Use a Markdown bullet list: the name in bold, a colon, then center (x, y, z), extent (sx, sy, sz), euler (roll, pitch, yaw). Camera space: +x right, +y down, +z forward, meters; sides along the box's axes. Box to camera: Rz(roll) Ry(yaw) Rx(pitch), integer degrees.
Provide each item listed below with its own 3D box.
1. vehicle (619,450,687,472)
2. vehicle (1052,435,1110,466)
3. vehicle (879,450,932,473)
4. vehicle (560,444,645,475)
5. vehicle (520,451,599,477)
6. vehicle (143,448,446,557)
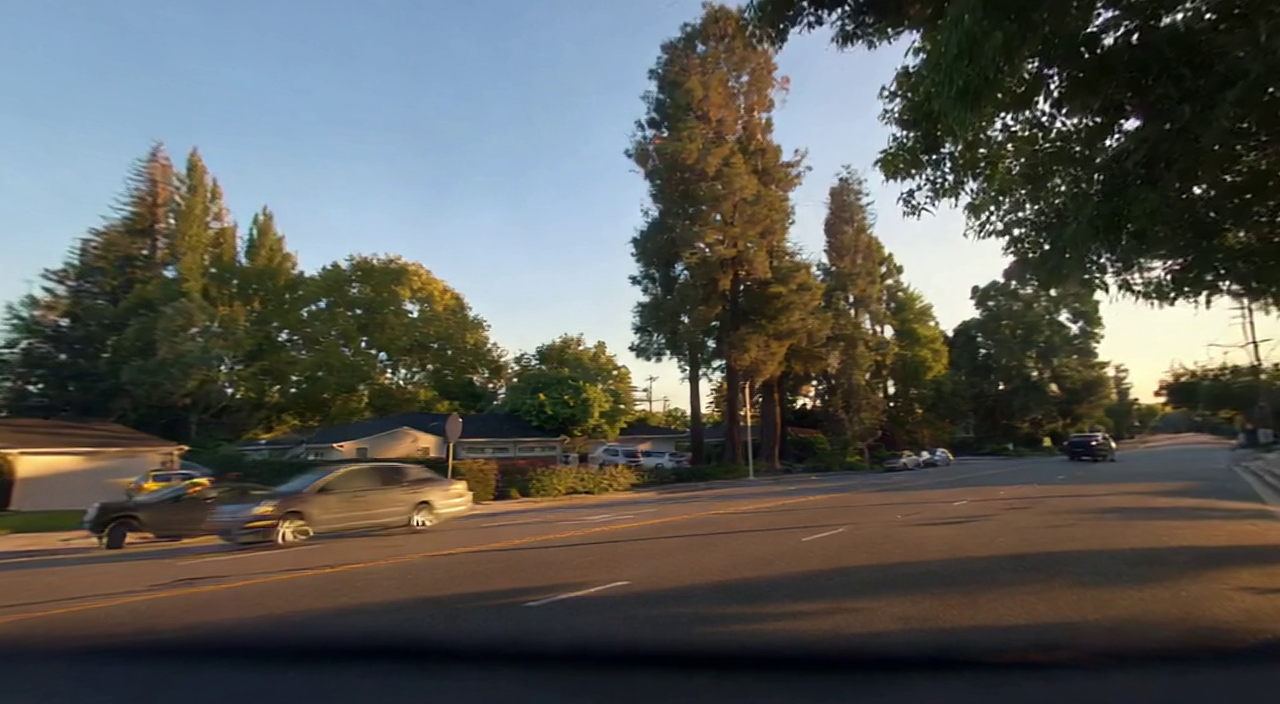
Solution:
- **vehicle**: center (0.907, 7.717, 44.817), extent (4.326, 1.452, 2.121), euler (-5, -10, 30)
- **vehicle**: center (26.704, 5.942, 38.182), extent (2.115, 1.696, 4.473), euler (-8, -12, 43)
- **vehicle**: center (19.021, 7.810, 45.193), extent (1.936, 1.489, 4.311), euler (-8, -12, 43)
- **vehicle**: center (-2.604, 7.132, 42.135), extent (5.866, 1.877, 2.280), euler (-8, -12, 43)
- **vehicle**: center (-5.078, 6.937, 39.392), extent (4.937, 1.445, 2.048), euler (-7, -11, 40)
- **vehicle**: center (-6.602, 2.778, 12.587), extent (2.024, 1.715, 4.789), euler (-8, -12, 42)
